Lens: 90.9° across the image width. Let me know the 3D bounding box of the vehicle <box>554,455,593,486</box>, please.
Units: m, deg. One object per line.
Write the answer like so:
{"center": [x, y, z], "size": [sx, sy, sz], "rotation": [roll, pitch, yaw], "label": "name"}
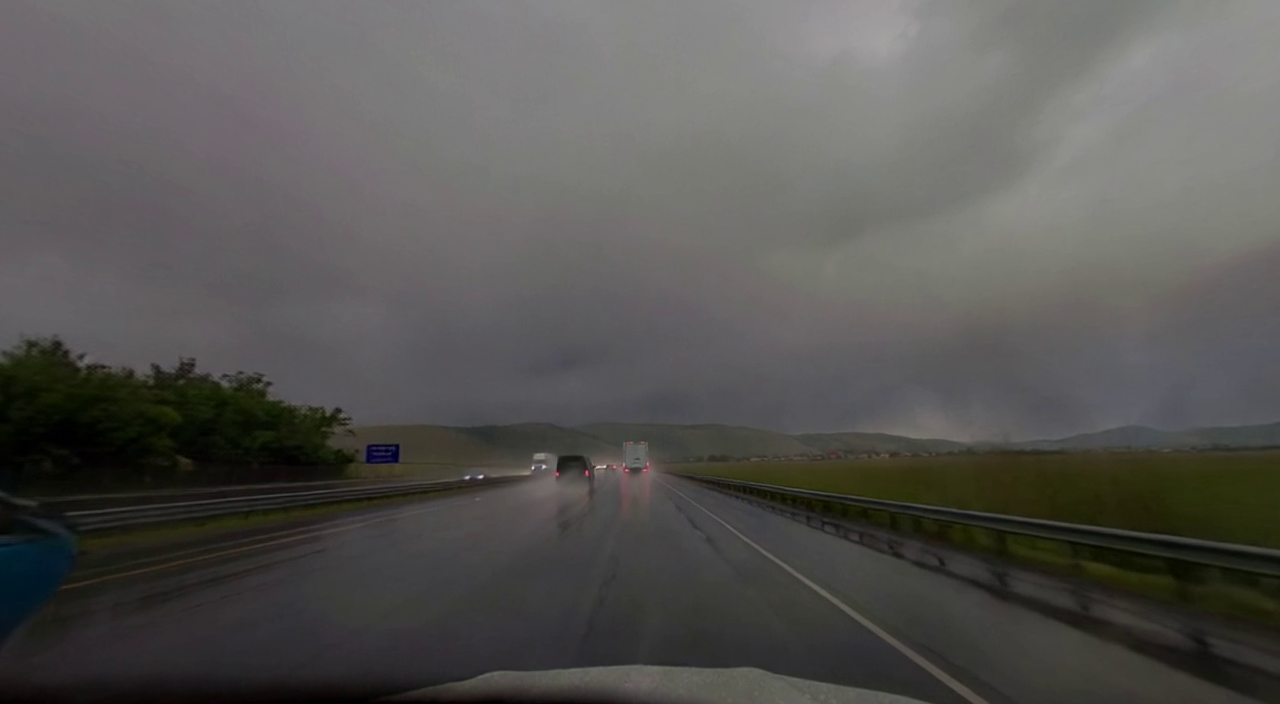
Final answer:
{"center": [-4.454, 8.069, 42.914], "size": [2.208, 1.973, 4.716], "rotation": [1, -10, 0], "label": "vehicle"}
